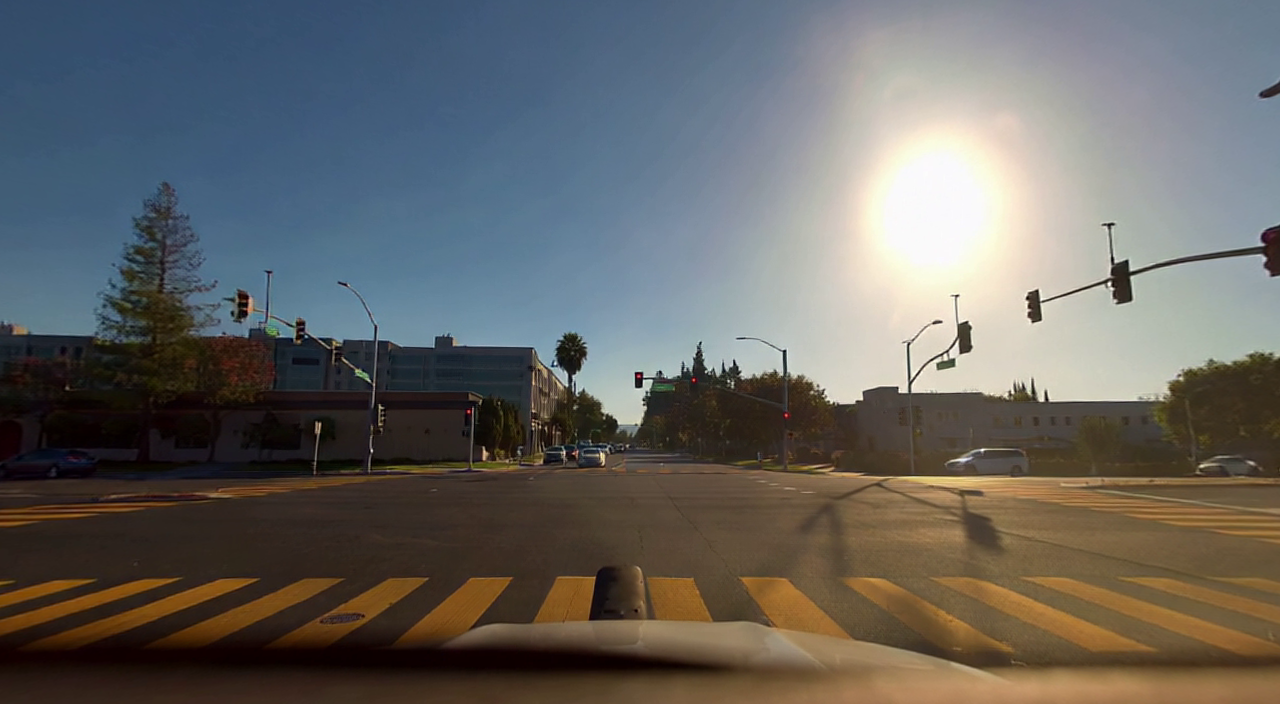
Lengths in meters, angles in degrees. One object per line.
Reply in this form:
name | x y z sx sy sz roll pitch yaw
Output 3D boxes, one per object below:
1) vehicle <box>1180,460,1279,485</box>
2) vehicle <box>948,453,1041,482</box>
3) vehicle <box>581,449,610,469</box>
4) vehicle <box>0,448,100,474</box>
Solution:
vehicle | 36.230 7.309 38.301 4.976 1.428 1.929 0 -8 -2
vehicle | 21.100 6.872 37.586 4.447 1.623 1.801 0 -9 -3
vehicle | -3.455 8.390 49.406 1.908 1.441 4.142 0 -8 1
vehicle | -35.140 6.430 37.189 4.741 1.447 1.807 0 -9 0
